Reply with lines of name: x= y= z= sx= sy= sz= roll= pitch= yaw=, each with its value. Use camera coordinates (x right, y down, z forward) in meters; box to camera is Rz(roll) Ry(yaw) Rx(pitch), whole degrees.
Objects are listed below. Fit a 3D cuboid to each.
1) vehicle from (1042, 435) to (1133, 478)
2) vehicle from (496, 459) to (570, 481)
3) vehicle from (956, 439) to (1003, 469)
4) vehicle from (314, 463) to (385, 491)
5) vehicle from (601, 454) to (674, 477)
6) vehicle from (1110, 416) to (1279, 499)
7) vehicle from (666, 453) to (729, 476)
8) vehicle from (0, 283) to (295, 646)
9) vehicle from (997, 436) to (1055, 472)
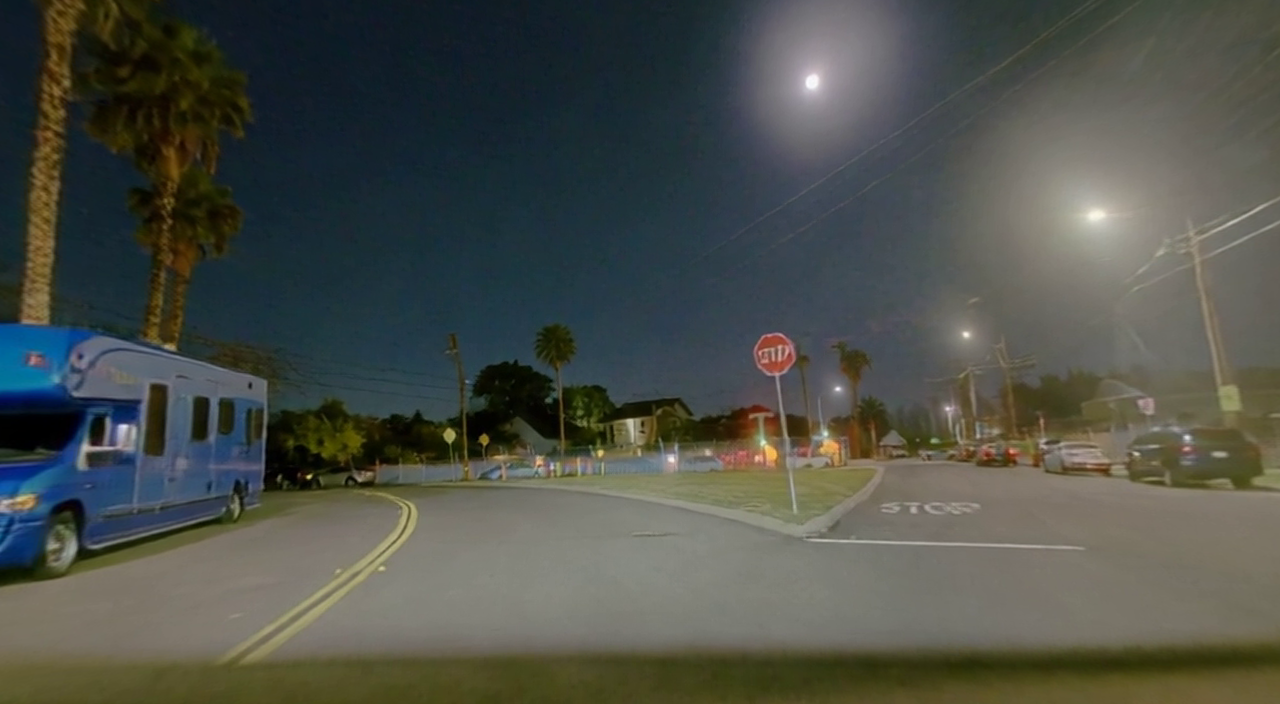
vehicle: x=20.291 y=4.725 z=28.893 sx=2.016 sy=1.687 sz=4.272 roll=-3 pitch=-7 yaw=16
vehicle: x=-7.500 y=8.319 z=44.477 sx=4.966 sy=1.377 sz=1.739 roll=0 pitch=-7 yaw=-4
vehicle: x=26.737 y=7.999 z=49.909 sx=2.094 sy=1.992 sz=4.941 roll=-2 pitch=-6 yaw=14
vehicle: x=-21.066 y=9.041 z=45.838 sx=4.586 sy=1.784 sz=1.890 roll=-2 pitch=-7 yaw=19
vehicle: x=-0.199 y=8.186 z=45.688 sx=4.952 sy=1.472 sz=1.837 roll=2 pitch=-8 yaw=-18
vehicle: x=16.206 y=2.944 z=18.605 sx=2.451 sy=2.076 sz=4.928 roll=-3 pitch=-7 yaw=21
vehicle: x=4.344 y=8.483 z=47.673 sx=4.461 sy=1.417 sz=1.781 roll=2 pitch=-7 yaw=-26
vehicle: x=-9.495 y=1.653 z=11.583 sx=3.216 sy=3.720 sz=11.364 roll=1 pitch=-6 yaw=-17
vehicle: x=23.403 y=6.130 z=38.498 sx=1.974 sy=1.894 sz=4.810 roll=-3 pitch=-6 yaw=19
